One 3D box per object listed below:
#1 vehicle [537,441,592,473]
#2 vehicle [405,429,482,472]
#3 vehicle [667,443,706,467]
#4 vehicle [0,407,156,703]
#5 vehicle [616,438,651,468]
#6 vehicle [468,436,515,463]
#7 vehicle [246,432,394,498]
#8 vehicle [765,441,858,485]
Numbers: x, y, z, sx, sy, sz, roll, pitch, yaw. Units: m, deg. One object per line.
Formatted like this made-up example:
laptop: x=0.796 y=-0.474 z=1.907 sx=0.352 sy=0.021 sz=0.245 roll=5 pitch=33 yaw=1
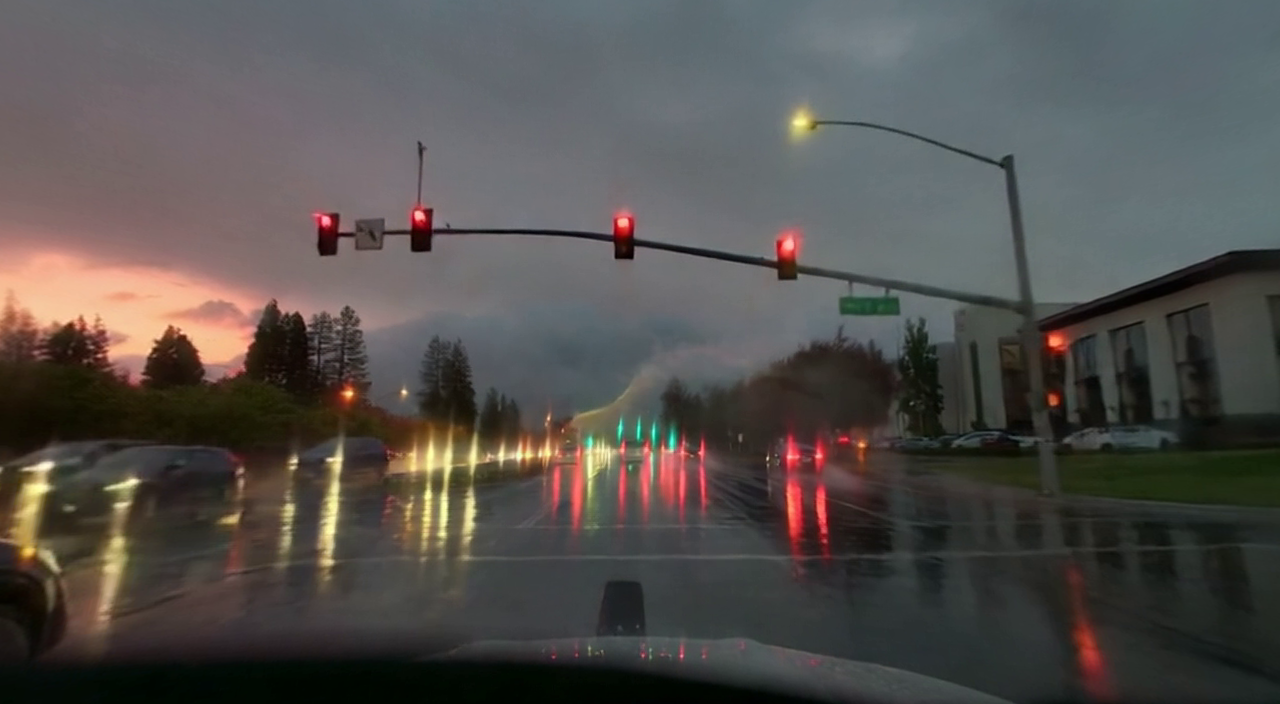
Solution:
vehicle: x=-3.719 y=5.266 z=31.921 sx=2.163 sy=1.474 sz=4.413 roll=0 pitch=-8 yaw=0
vehicle: x=-9.236 y=4.642 z=30.090 sx=2.185 sy=1.752 sz=4.599 roll=-4 pitch=-8 yaw=0
vehicle: x=2.905 y=6.483 z=40.144 sx=2.014 sy=1.430 sz=4.103 roll=0 pitch=-8 yaw=-2
vehicle: x=-3.696 y=0.772 z=1.269 sx=2.018 sy=1.476 sz=4.364 roll=0 pitch=-8 yaw=-1
vehicle: x=-0.358 y=6.109 z=38.431 sx=2.008 sy=1.716 sz=4.125 roll=0 pitch=-8 yaw=0
vehicle: x=-9.414 y=6.217 z=40.353 sx=2.026 sy=1.639 sz=4.496 roll=0 pitch=-8 yaw=-1
vehicle: x=-8.983 y=3.138 z=18.202 sx=1.929 sy=1.492 sz=4.430 roll=-5 pitch=-7 yaw=1
vehicle: x=6.212 y=4.052 z=23.497 sx=2.028 sy=1.451 sz=4.625 roll=0 pitch=-8 yaw=-2
